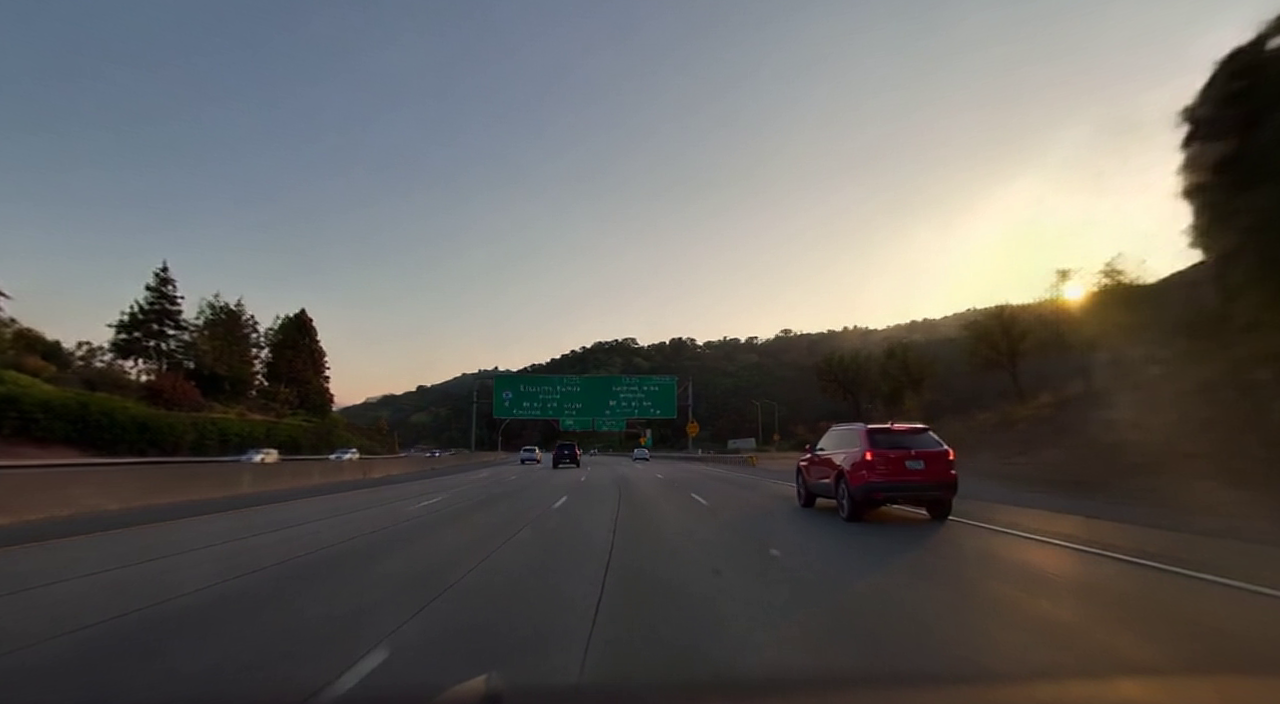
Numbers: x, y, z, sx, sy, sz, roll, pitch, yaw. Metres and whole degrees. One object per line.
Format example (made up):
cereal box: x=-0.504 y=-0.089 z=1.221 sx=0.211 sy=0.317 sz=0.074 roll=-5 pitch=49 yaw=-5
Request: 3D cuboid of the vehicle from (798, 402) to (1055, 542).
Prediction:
vehicle: x=4.554 y=2.017 z=11.158 sx=2.103 sy=1.903 sz=4.837 roll=0 pitch=-9 yaw=-2

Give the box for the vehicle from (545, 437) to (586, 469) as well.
vehicle: x=-5.348 y=7.323 z=45.881 sx=2.537 sy=2.121 sz=5.251 roll=0 pitch=-9 yaw=-2
